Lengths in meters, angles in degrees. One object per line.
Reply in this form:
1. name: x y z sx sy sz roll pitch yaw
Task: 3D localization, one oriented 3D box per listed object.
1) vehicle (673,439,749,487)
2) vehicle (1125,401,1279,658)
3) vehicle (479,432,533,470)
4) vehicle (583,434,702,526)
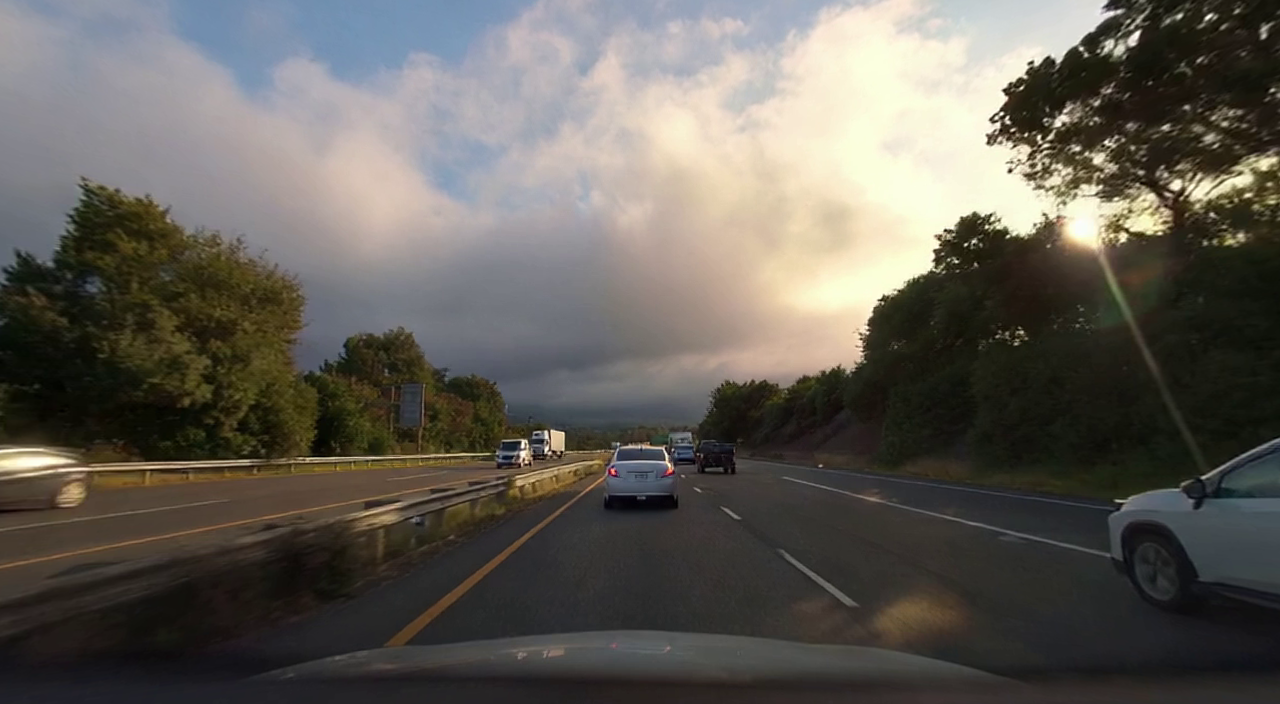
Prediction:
1. vehicle: 2.532 4.091 23.383 1.999 1.596 3.990 0 -9 -5
2. vehicle: 4.777 0.915 2.842 1.931 1.516 3.995 0 -9 0
3. vehicle: -9.288 6.949 44.261 2.512 2.475 5.406 -1 -9 1
4. vehicle: 0.019 2.534 12.910 2.088 1.580 3.657 0 -9 -1
